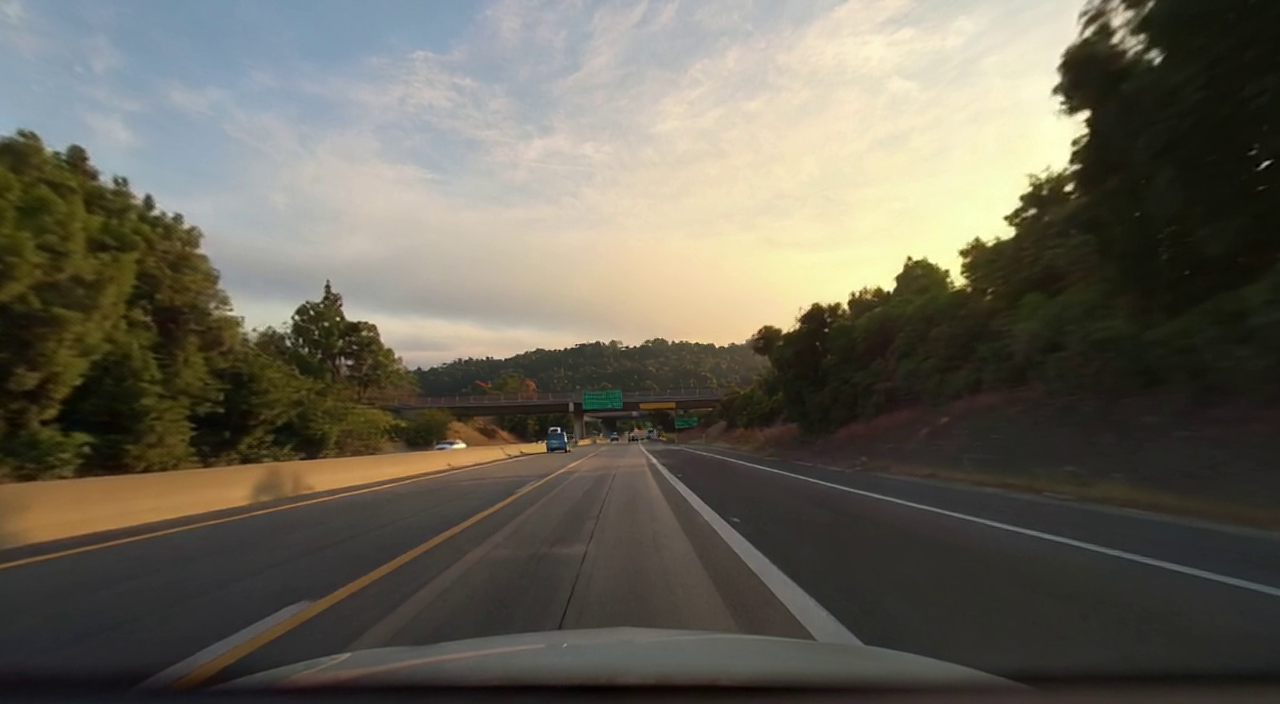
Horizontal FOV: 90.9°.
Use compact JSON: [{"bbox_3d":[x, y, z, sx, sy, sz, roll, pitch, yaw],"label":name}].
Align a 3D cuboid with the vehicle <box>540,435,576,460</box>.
[{"bbox_3d":[-5.141,6.045,40.013,1.871,1.489,4.093,0,-8,-1],"label":"vehicle"}]
